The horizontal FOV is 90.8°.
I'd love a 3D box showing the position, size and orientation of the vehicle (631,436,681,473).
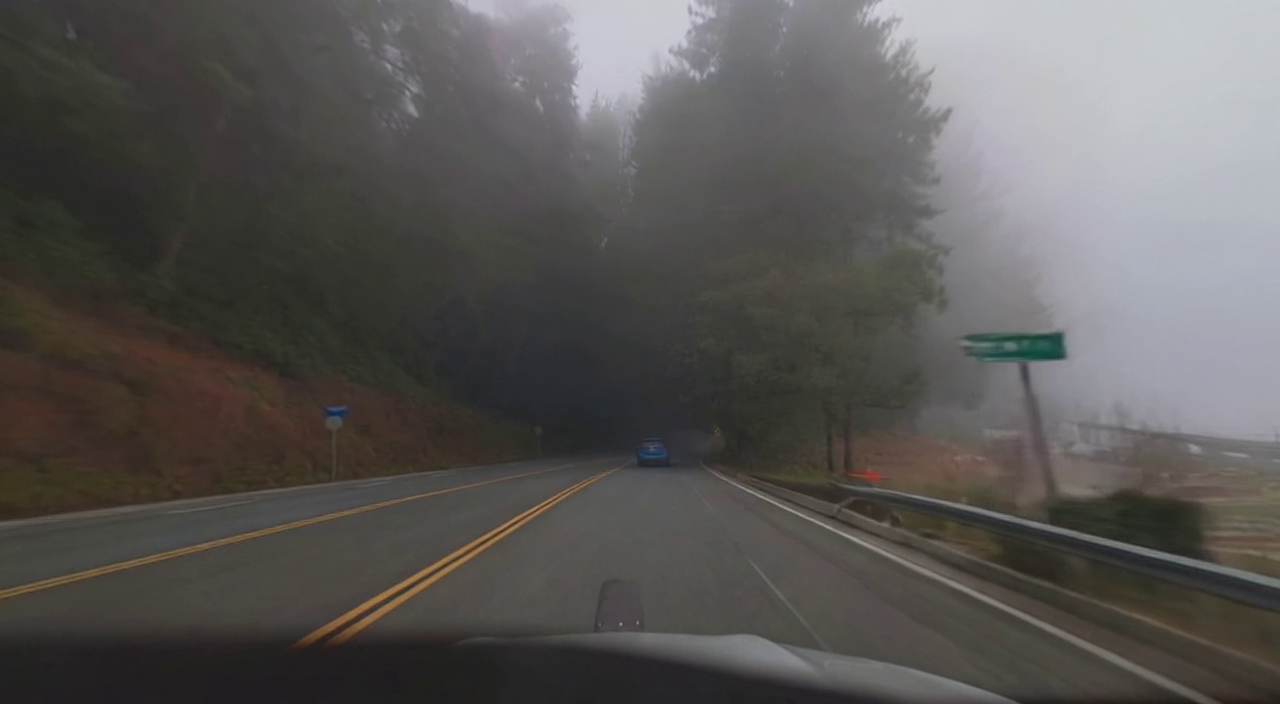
[{"bbox_3d":[0.871,5.068,31.381,2.294,1.708,4.110,0,-9,3],"label":"vehicle"}]
